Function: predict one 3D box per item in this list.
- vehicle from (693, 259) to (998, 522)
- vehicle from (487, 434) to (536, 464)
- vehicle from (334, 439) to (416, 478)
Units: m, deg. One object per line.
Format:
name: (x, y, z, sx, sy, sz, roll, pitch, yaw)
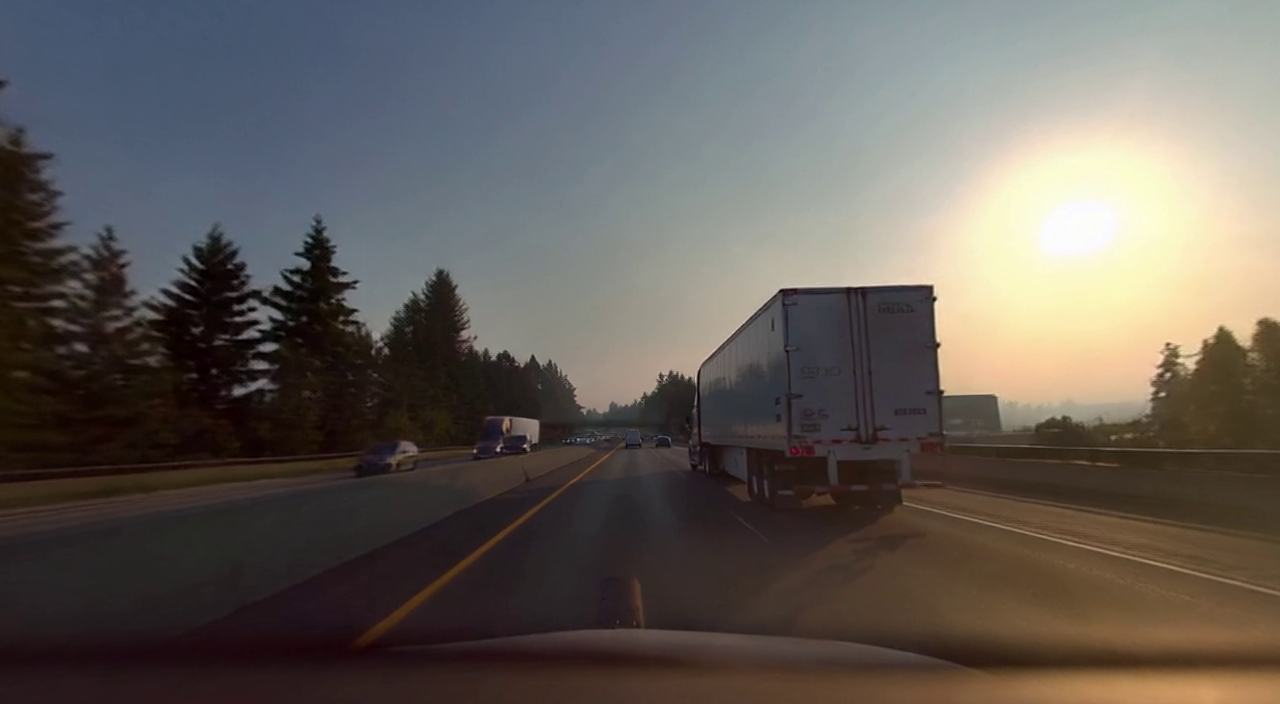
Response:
vehicle: (3.638, 1.466, 16.425, 3.038, 3.975, 13.887, 0, -8, -1)
vehicle: (-8.339, 6.307, 41.317, 2.346, 1.838, 4.576, 1, -7, -2)
vehicle: (-12.327, 4.939, 29.631, 1.934, 1.675, 4.432, 0, -8, -1)
